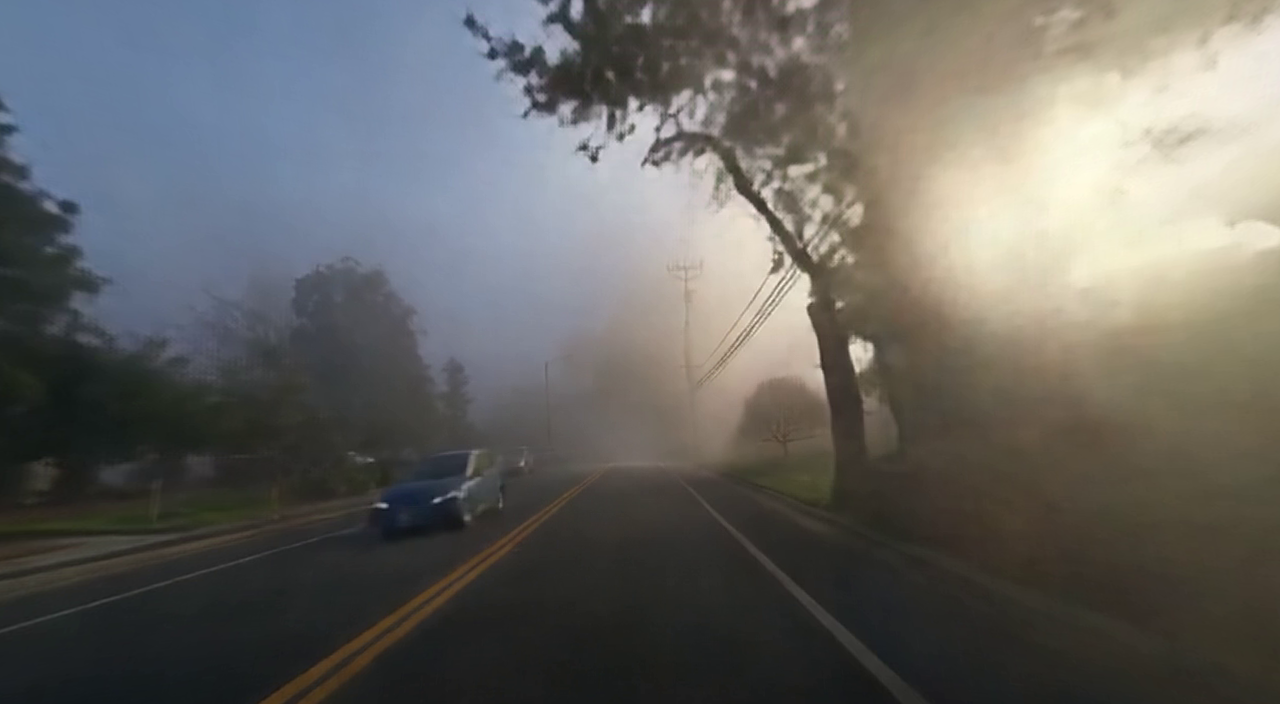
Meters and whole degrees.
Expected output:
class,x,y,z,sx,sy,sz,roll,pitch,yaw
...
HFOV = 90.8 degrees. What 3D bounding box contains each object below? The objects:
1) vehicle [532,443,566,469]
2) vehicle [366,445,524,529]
class,x,y,z,sx,sy,sz,roll,pitch,yaw
vehicle,-6.869,7.916,48.267,1.923,1.687,4.511,-4,-8,-1
vehicle,-3.955,2.788,13.704,2.033,1.502,4.240,0,-9,0
